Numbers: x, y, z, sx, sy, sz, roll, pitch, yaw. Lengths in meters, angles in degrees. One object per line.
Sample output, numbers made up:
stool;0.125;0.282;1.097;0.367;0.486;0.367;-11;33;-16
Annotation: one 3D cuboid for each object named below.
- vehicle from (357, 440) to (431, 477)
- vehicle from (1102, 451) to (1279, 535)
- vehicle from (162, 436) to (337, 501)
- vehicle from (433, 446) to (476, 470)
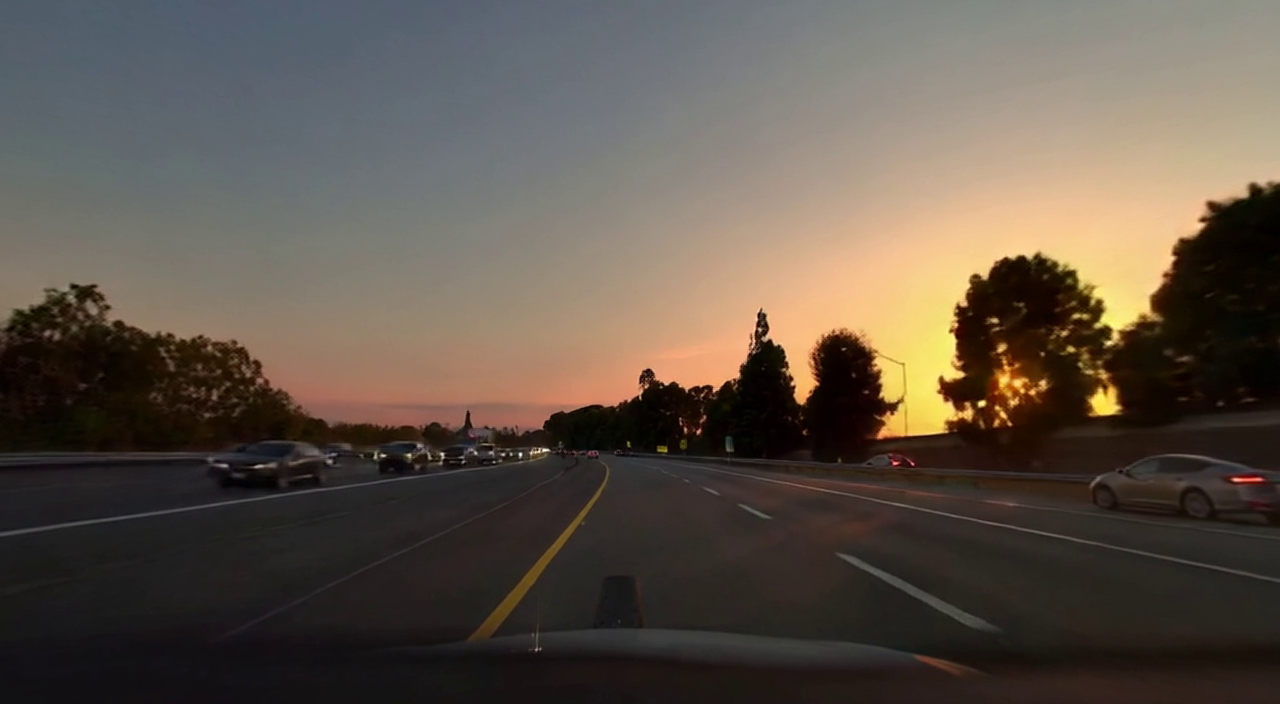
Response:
vehicle;-11.357;4.933;29.253;1.924;1.579;4.165;0;-9;-3
vehicle;12.946;2.962;13.810;1.941;1.536;4.585;0;-9;-1
vehicle;-10.405;3.130;17.254;1.946;1.519;4.791;0;-9;-3
vehicle;-12.104;6.948;41.111;1.817;1.455;3.867;0;-9;-3
